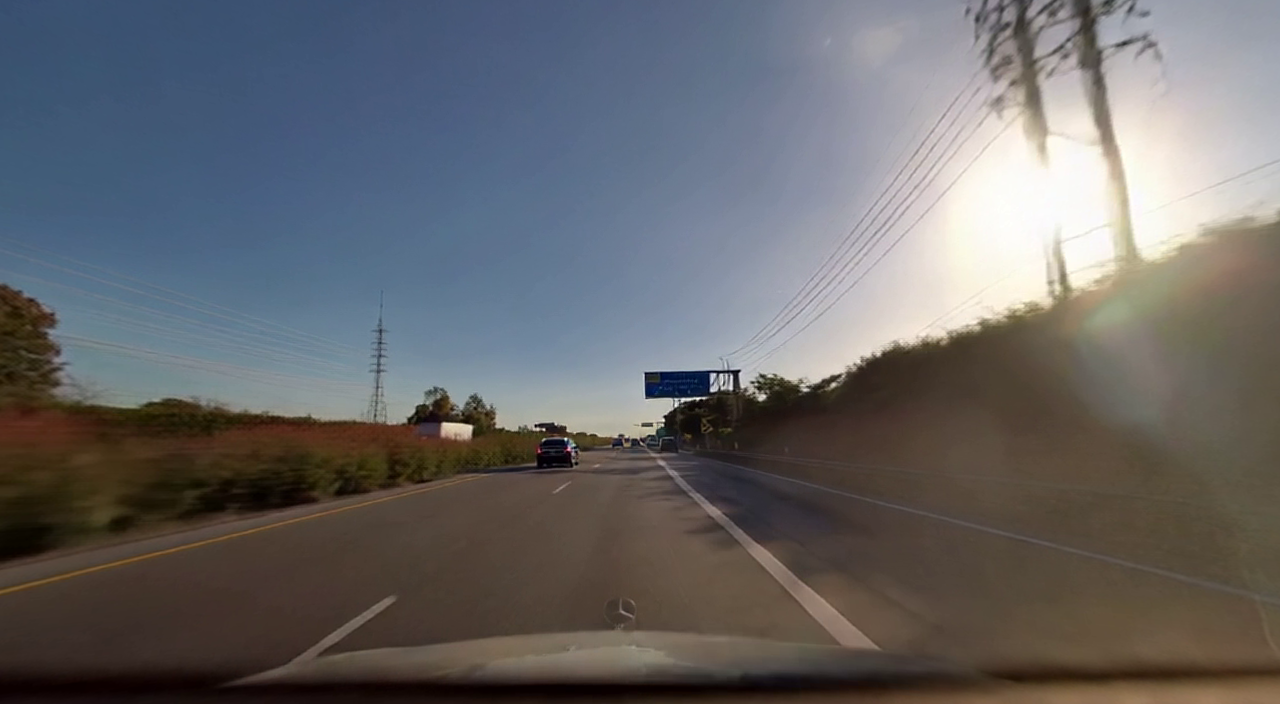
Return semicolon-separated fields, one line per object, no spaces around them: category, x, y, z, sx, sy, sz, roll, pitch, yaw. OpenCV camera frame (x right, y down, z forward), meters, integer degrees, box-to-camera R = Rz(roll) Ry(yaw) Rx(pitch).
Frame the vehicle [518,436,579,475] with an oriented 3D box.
vehicle;-4.019;4.610;28.381;2.016;1.543;4.870;0;-8;0
